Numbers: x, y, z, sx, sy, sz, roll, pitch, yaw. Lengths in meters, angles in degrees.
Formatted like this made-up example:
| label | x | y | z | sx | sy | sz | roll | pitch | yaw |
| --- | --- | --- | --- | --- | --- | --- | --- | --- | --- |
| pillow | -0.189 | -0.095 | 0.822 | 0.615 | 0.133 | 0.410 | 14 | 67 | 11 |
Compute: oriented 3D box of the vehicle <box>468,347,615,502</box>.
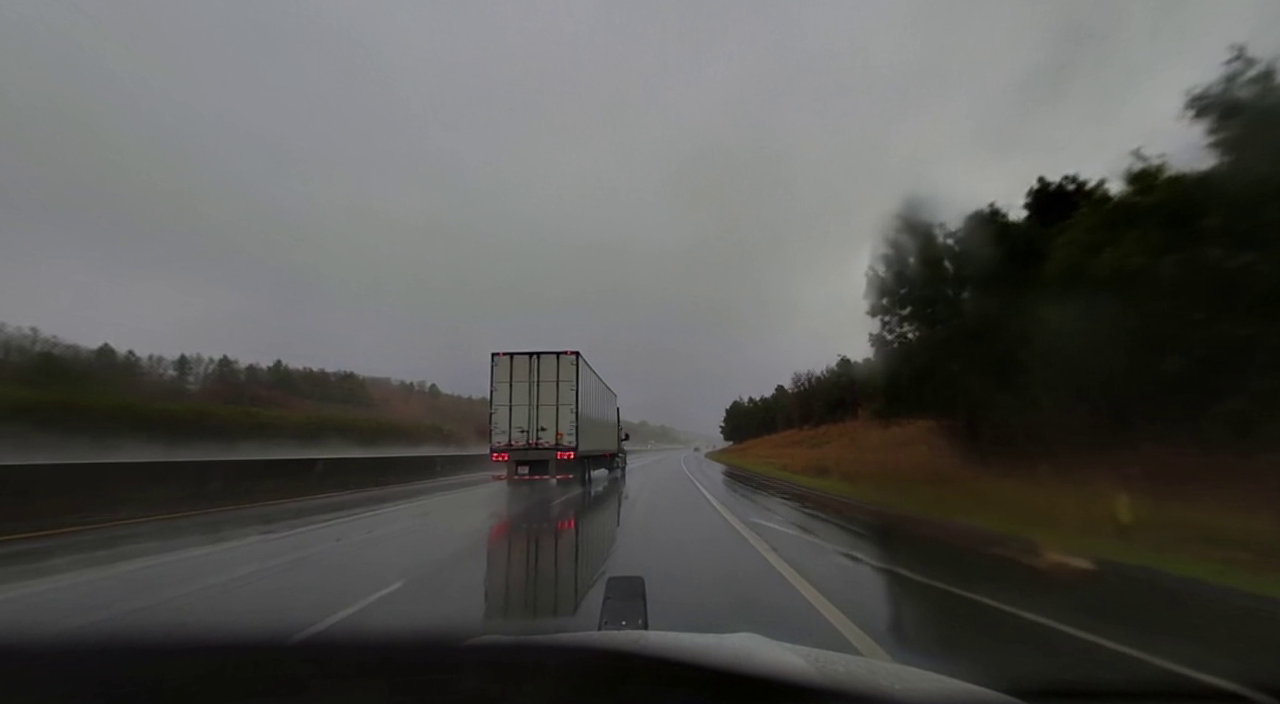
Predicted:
| label | x | y | z | sx | sy | sz | roll | pitch | yaw |
| --- | --- | --- | --- | --- | --- | --- | --- | --- | --- |
| vehicle | -2.871 | 3.005 | 23.932 | 2.851 | 4.098 | 14.436 | 0 | -9 | 2 |
